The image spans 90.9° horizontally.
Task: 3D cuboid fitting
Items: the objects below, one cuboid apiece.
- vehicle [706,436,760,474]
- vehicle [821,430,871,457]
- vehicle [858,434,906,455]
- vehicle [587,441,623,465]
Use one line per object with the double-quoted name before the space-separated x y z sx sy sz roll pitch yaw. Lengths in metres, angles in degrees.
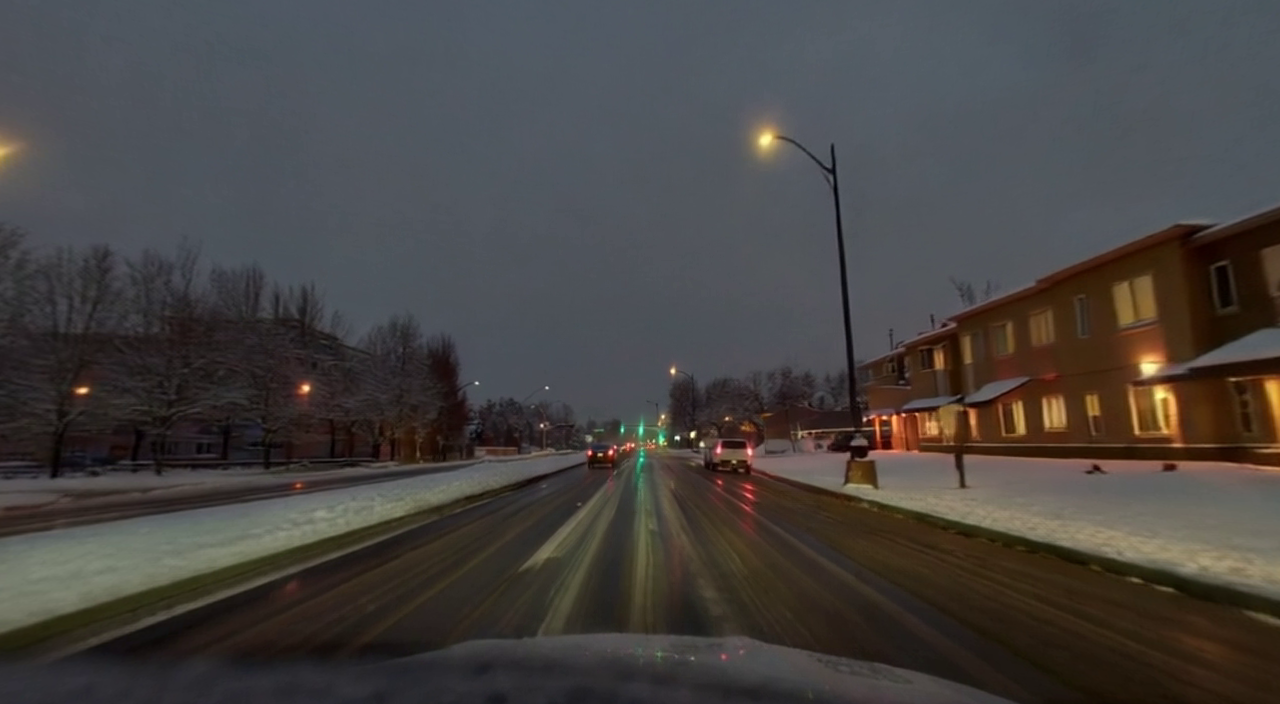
"vehicle" 4.588 5.134 31.697 2.067 1.755 4.616 0 -8 1
"vehicle" 15.061 6.725 46.327 2.202 1.822 4.978 -1 -8 3
"vehicle" 17.850 6.879 46.717 1.953 1.488 4.129 0 -8 1
"vehicle" -2.353 6.983 43.650 2.176 1.543 4.335 0 -8 1
